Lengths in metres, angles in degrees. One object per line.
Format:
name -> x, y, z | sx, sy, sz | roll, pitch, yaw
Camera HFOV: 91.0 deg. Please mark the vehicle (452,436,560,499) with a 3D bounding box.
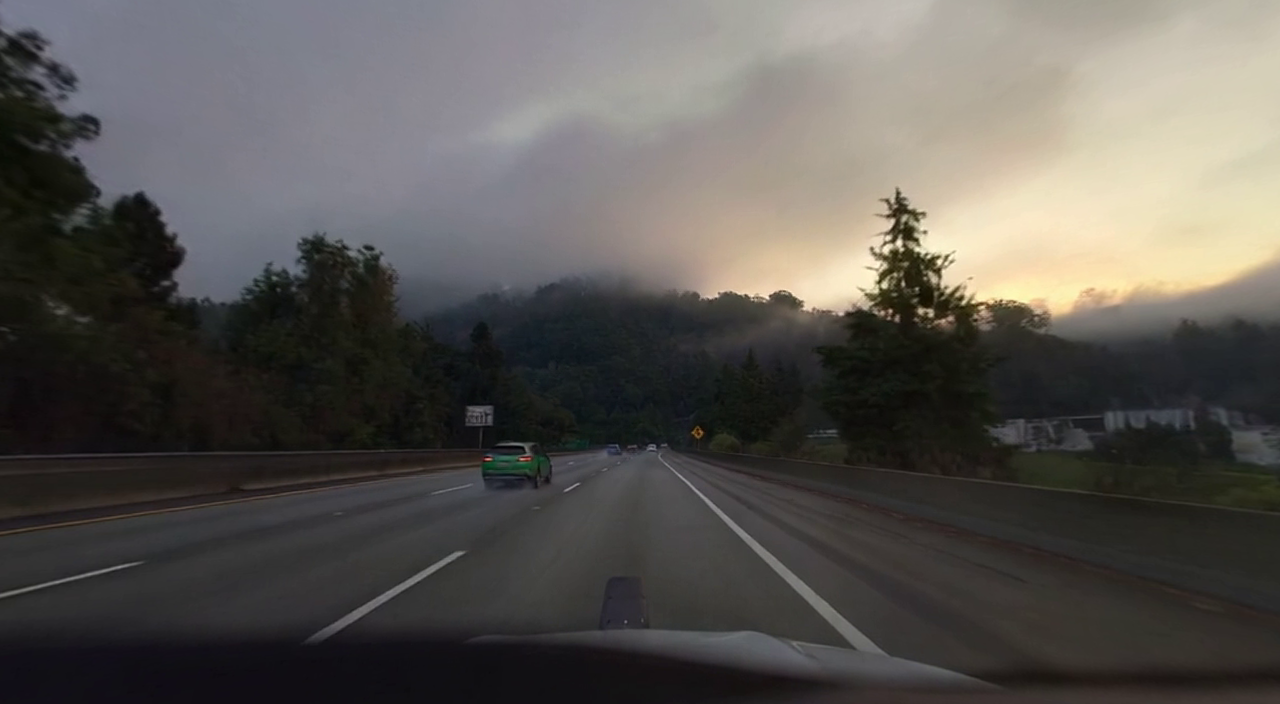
vehicle -> -3.579, 3.153, 17.696 | 1.993, 1.538, 4.192 | 0, -8, 2
